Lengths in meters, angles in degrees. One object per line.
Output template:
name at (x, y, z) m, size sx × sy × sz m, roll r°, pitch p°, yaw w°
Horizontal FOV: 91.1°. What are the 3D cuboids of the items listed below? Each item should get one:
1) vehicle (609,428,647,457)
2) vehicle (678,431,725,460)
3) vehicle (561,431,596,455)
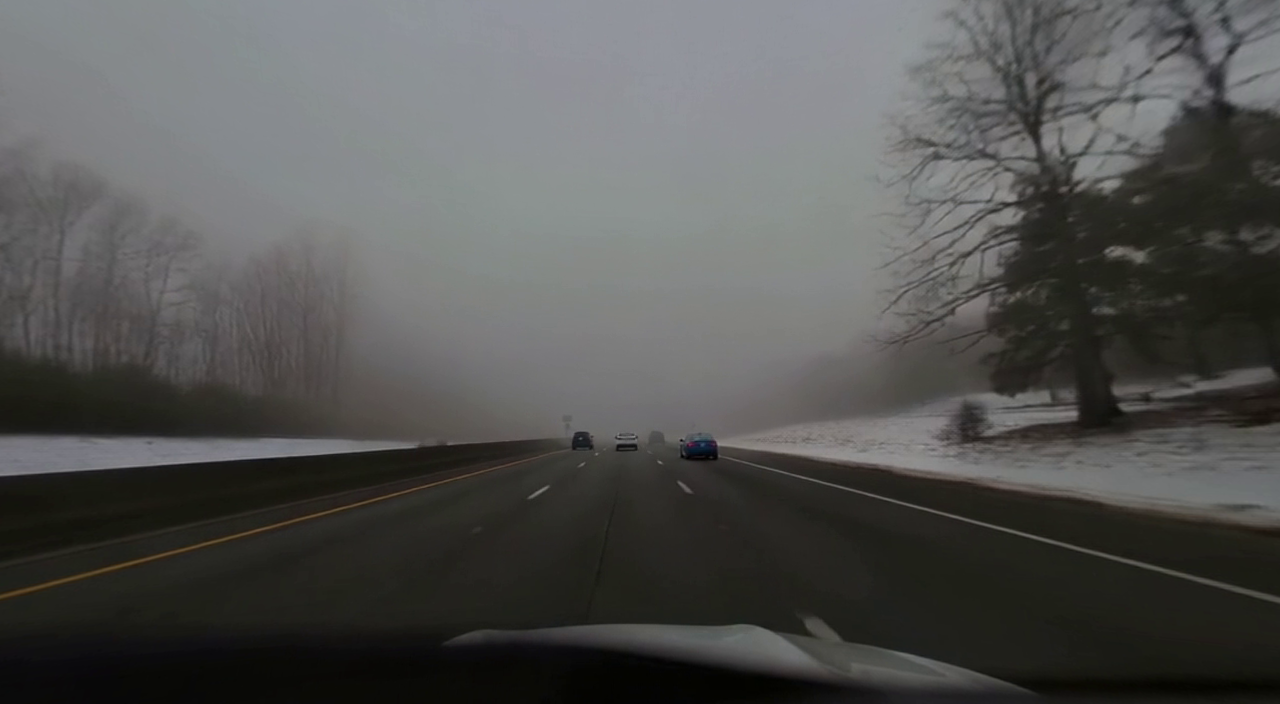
vehicle at (-0.738, 5.504, 38.408) m, size 2.182 × 1.680 × 4.253 m, roll 0°, pitch -8°, yaw -1°
vehicle at (3.343, 5.174, 35.019) m, size 2.056 × 1.479 × 4.660 m, roll 0°, pitch -8°, yaw -1°
vehicle at (-4.140, 6.204, 42.822) m, size 2.041 × 1.546 × 4.080 m, roll 0°, pitch -8°, yaw -1°
